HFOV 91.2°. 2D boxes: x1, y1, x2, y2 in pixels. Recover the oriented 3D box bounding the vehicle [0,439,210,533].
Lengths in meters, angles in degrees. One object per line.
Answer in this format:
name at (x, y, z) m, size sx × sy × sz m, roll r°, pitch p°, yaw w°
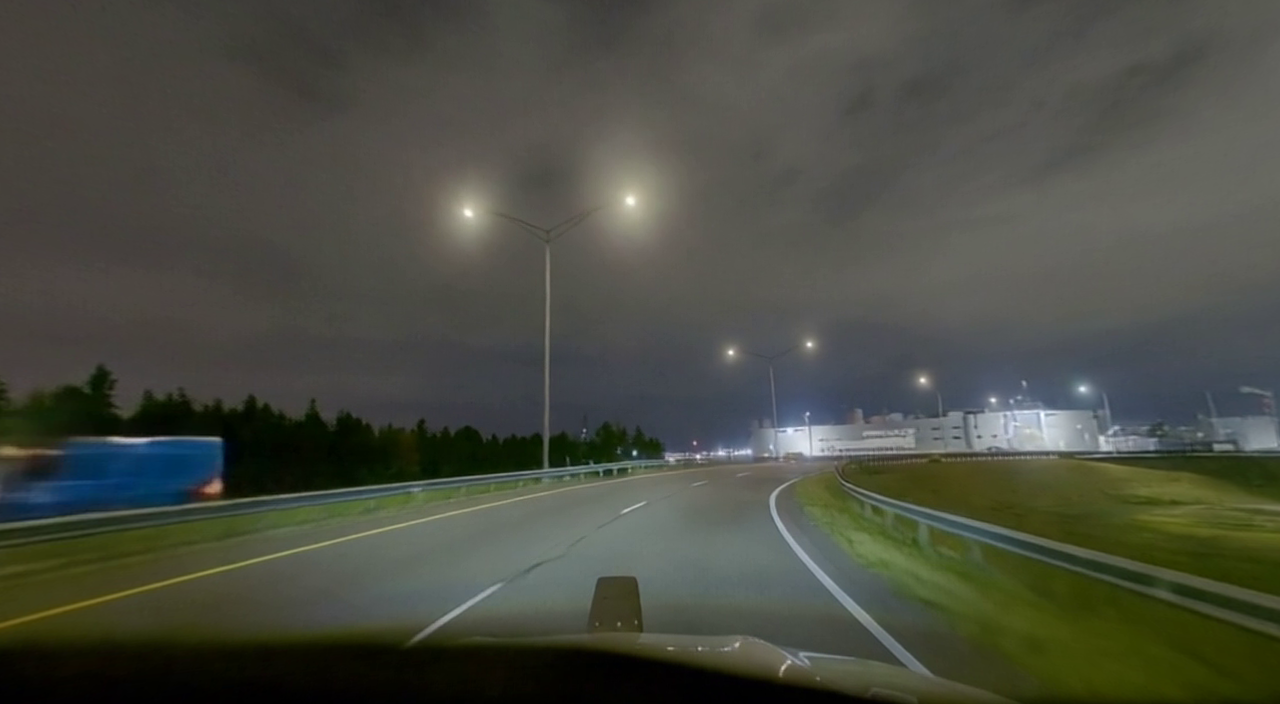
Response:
vehicle at (-12.424, 2.844, 13.922) m, size 2.009 × 1.707 × 4.571 m, roll -2°, pitch -9°, yaw 9°
